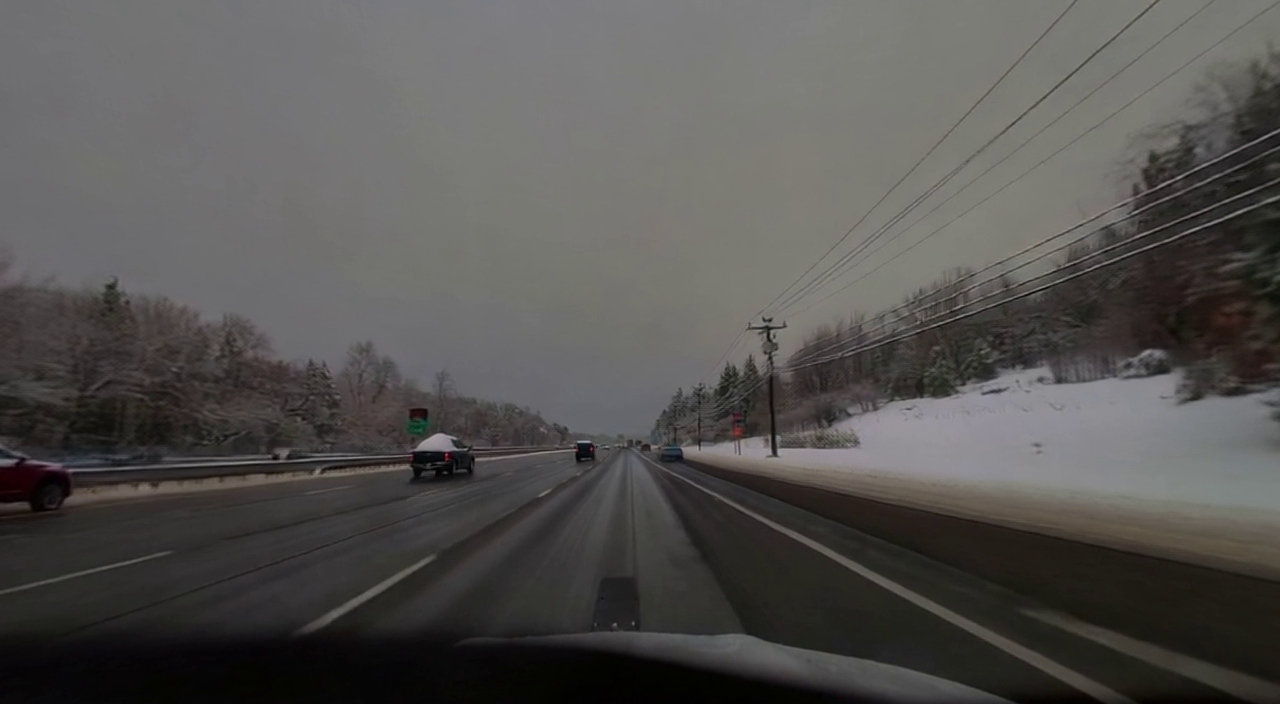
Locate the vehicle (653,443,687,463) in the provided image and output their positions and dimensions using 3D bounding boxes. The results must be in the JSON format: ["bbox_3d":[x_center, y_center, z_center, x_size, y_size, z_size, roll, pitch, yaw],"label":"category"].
[{"bbox_3d":[2.150,7.434,46.721,2.015,1.391,3.897,1,-9,-5],"label":"vehicle"}]

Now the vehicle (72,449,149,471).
[{"bbox_3d":[-38.738,7.896,46.379,1.767,1.496,4.501,0,-9,-1],"label":"vehicle"}]

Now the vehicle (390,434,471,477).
[{"bbox_3d":[-9.681,4.842,29.770,2.115,1.799,5.444,0,-9,-2],"label":"vehicle"}]
